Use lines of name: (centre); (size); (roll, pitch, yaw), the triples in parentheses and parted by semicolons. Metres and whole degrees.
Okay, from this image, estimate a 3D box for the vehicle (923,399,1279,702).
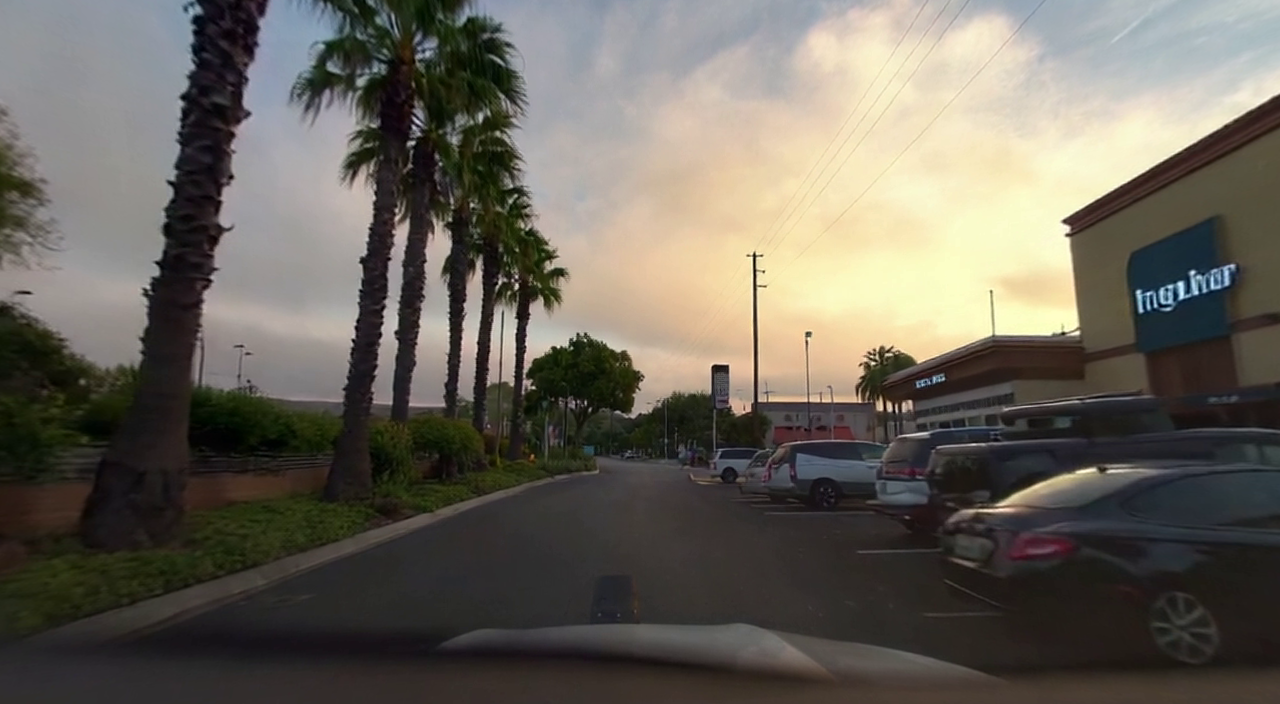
vehicle: (5.044, 1.302, 4.805); (4.787, 1.747, 1.956); (0, -9, -1)
